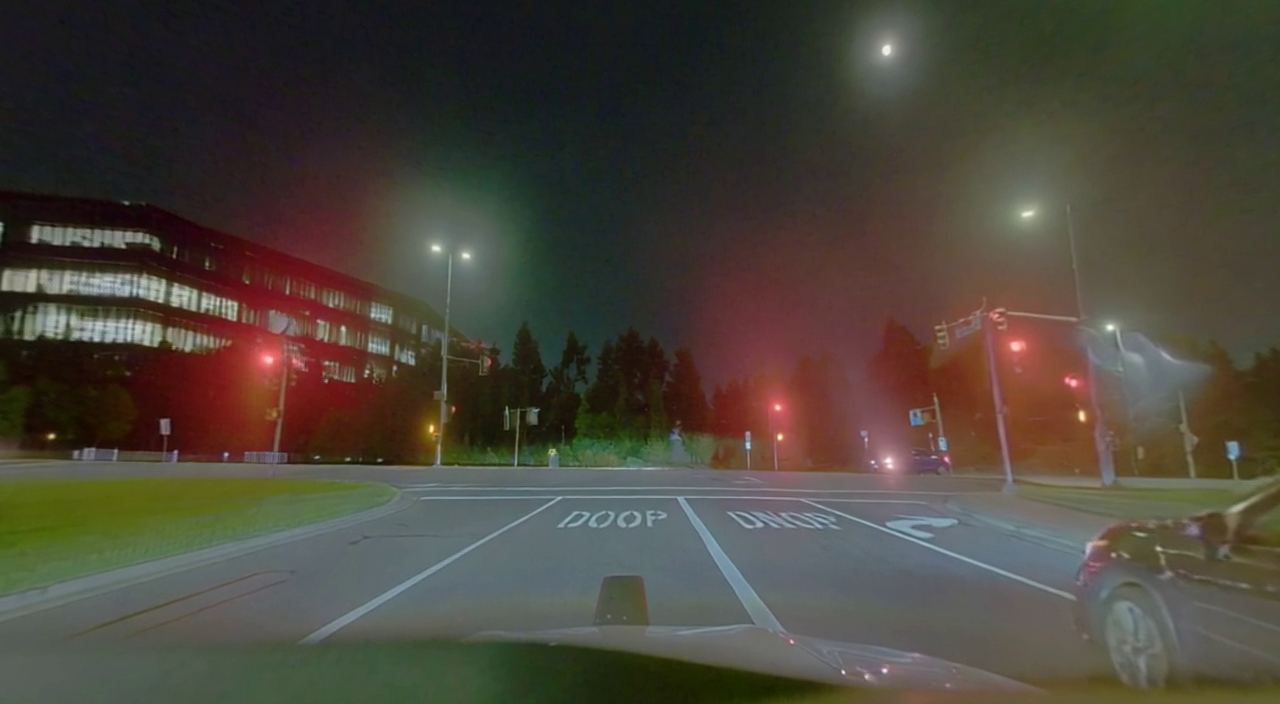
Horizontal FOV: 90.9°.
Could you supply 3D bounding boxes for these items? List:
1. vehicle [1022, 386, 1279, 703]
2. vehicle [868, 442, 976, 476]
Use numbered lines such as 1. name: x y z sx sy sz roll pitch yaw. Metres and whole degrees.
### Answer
1. vehicle: 3.381 0.805 1.538 2.036 1.583 4.911 -1 -8 3
2. vehicle: 14.920 5.672 33.535 4.715 1.671 2.030 0 -8 0
